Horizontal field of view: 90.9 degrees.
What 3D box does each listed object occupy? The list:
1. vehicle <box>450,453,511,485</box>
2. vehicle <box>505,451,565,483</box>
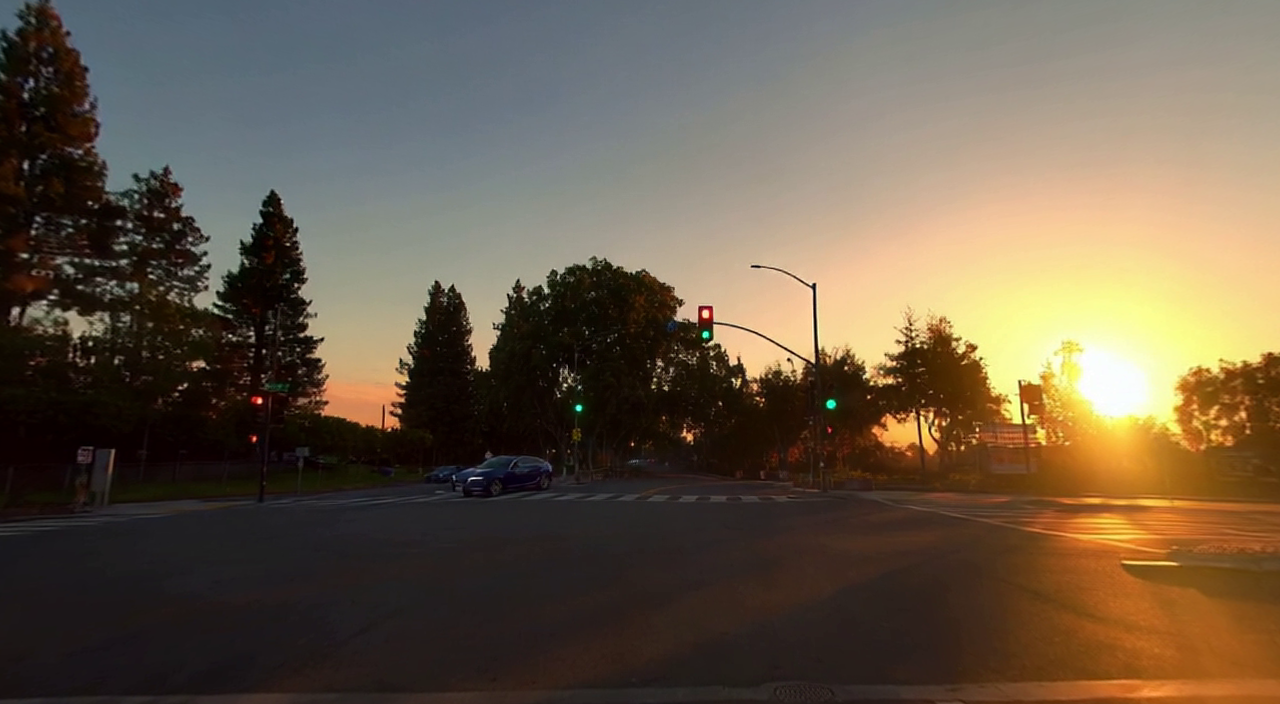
[{"bbox_3d":[-8.041,5.913,32.178,1.960,1.433,4.213,0,-8,1],"label":"vehicle"},{"bbox_3d":[-5.243,5.804,32.156,2.107,1.456,4.728,0,-8,2],"label":"vehicle"}]
